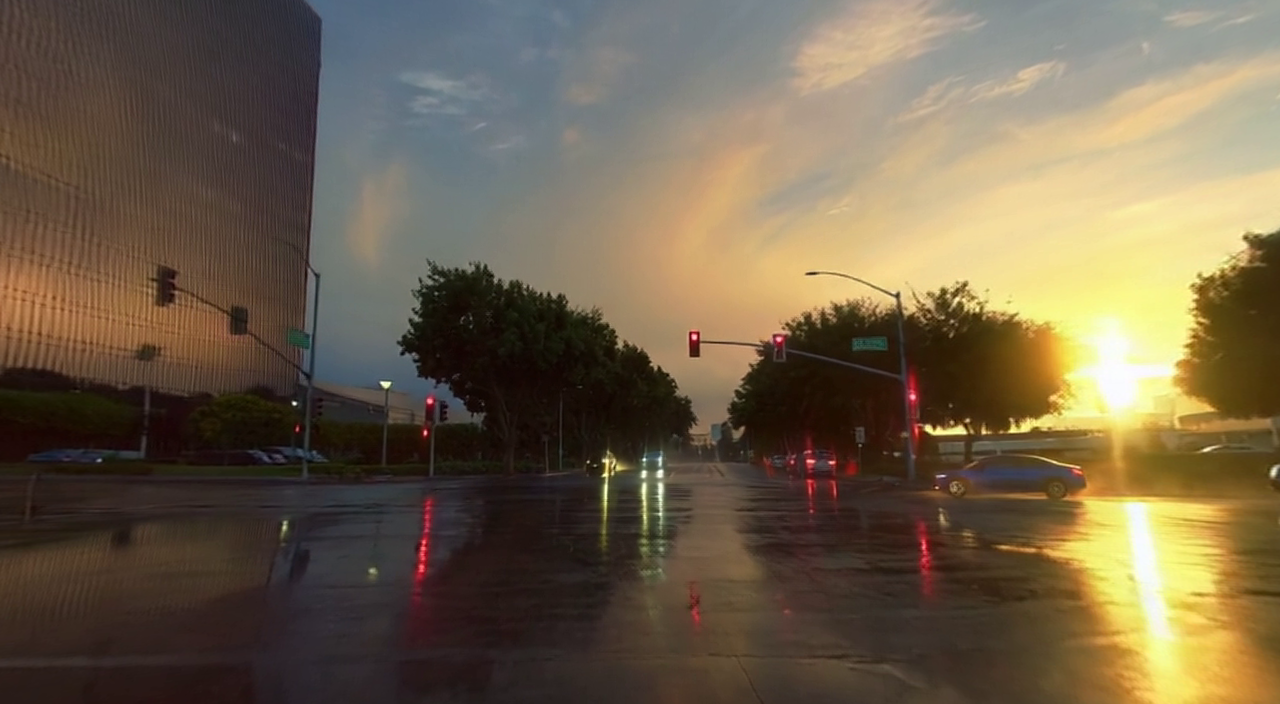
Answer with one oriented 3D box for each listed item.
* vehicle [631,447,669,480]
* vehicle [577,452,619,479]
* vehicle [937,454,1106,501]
[{"bbox_3d":[0.597,6.256,35.522,2.018,1.699,4.751,0,-9,1],"label":"vehicle"},{"bbox_3d":[-2.484,6.897,38.374,2.068,1.486,4.664,-1,-9,2],"label":"vehicle"},{"bbox_3d":[13.588,4.485,22.776,4.896,1.503,1.971,-4,-9,23],"label":"vehicle"}]
